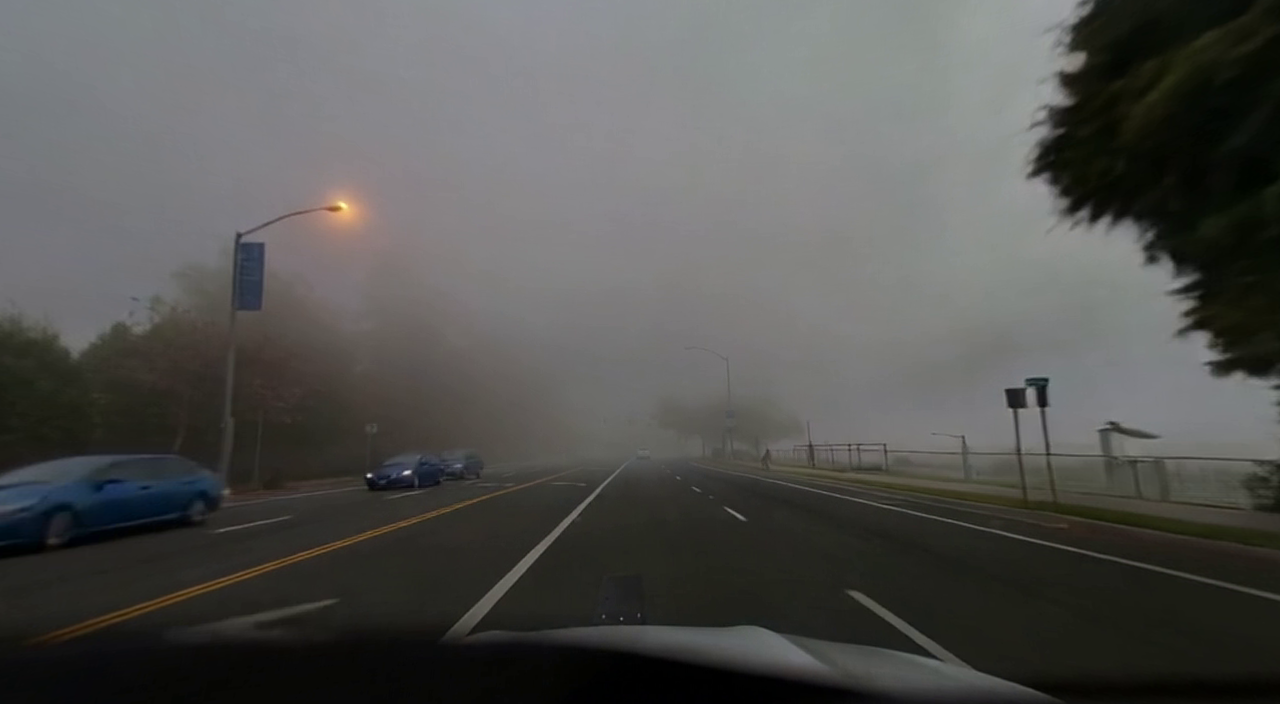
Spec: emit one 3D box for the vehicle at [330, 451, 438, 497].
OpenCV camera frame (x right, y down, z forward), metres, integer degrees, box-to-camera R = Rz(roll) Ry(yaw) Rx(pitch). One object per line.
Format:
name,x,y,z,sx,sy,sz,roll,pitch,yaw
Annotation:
vehicle,-8.919,4.281,22.490,1.940,1.452,4.441,0,-9,1

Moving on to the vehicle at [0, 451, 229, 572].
vehicle,-8.861,2.290,9.850,1.959,1.469,4.369,0,-9,0

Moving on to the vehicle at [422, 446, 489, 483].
vehicle,-9.152,5.587,31.703,2.066,1.709,4.509,0,-9,-1
